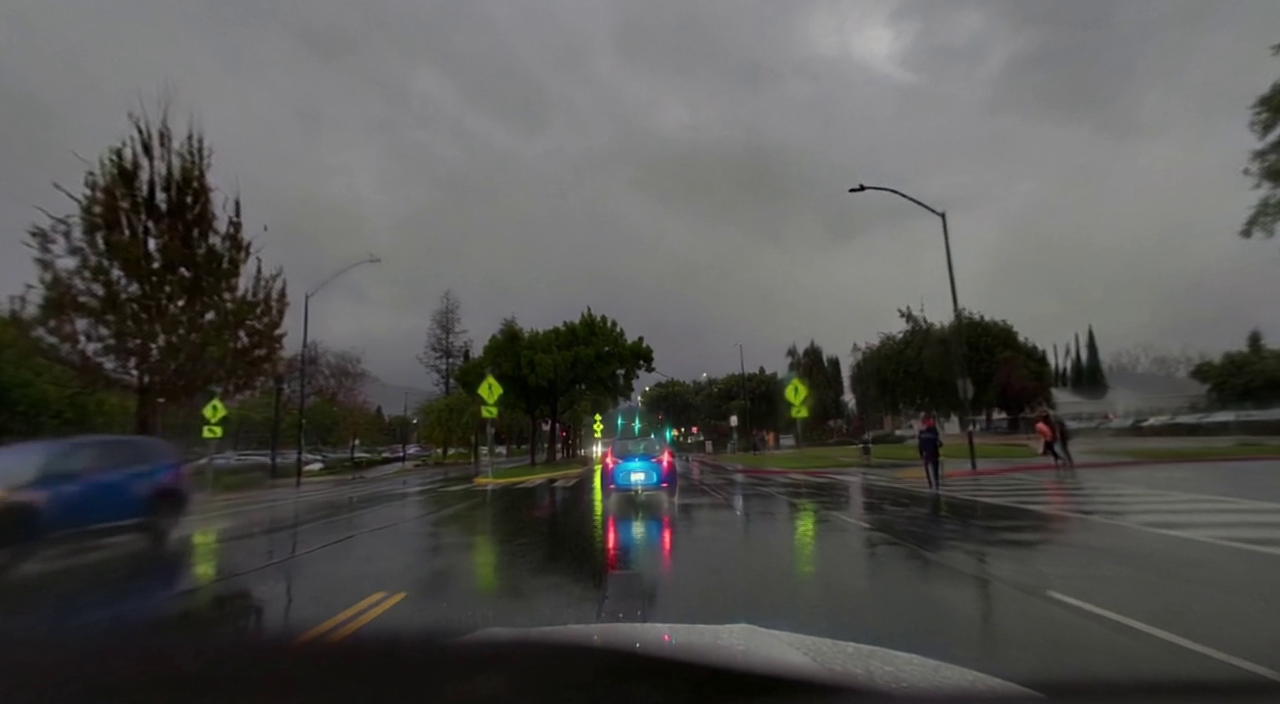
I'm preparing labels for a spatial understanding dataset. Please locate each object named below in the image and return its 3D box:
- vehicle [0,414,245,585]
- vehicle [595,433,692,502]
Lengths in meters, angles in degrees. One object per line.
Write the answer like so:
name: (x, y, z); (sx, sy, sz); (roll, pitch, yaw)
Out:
vehicle: (-8.434, 1.973, 9.166); (2.179, 1.933, 5.034); (-1, -8, -1)
vehicle: (0.009, 2.970, 16.740); (2.221, 1.570, 4.398); (0, -8, -2)
